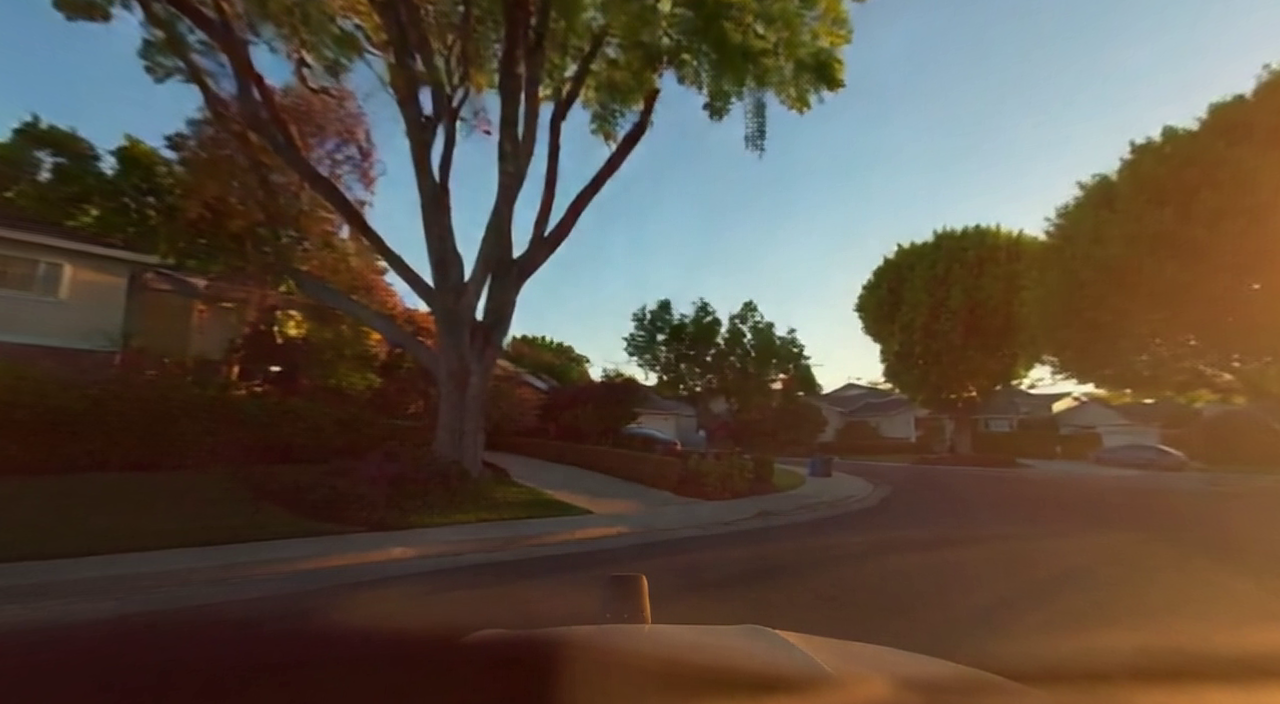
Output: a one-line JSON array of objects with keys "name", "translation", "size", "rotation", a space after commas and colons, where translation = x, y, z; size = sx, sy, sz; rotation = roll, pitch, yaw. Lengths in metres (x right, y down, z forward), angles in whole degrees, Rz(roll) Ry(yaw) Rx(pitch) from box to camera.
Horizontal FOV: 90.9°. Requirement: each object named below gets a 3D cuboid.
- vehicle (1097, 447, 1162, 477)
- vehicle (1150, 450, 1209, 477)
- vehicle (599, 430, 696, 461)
[{"name": "vehicle", "translation": [31.027, 6.963, 39.906], "size": [4.700, 1.752, 2.180], "rotation": [7, -13, -41]}, {"name": "vehicle", "translation": [37.927, 7.816, 44.248], "size": [4.560, 1.749, 2.058], "rotation": [6, -12, -38]}, {"name": "vehicle", "translation": [0.442, 4.954, 33.369], "size": [5.089, 1.517, 1.791], "rotation": [7, -12, -38]}]
